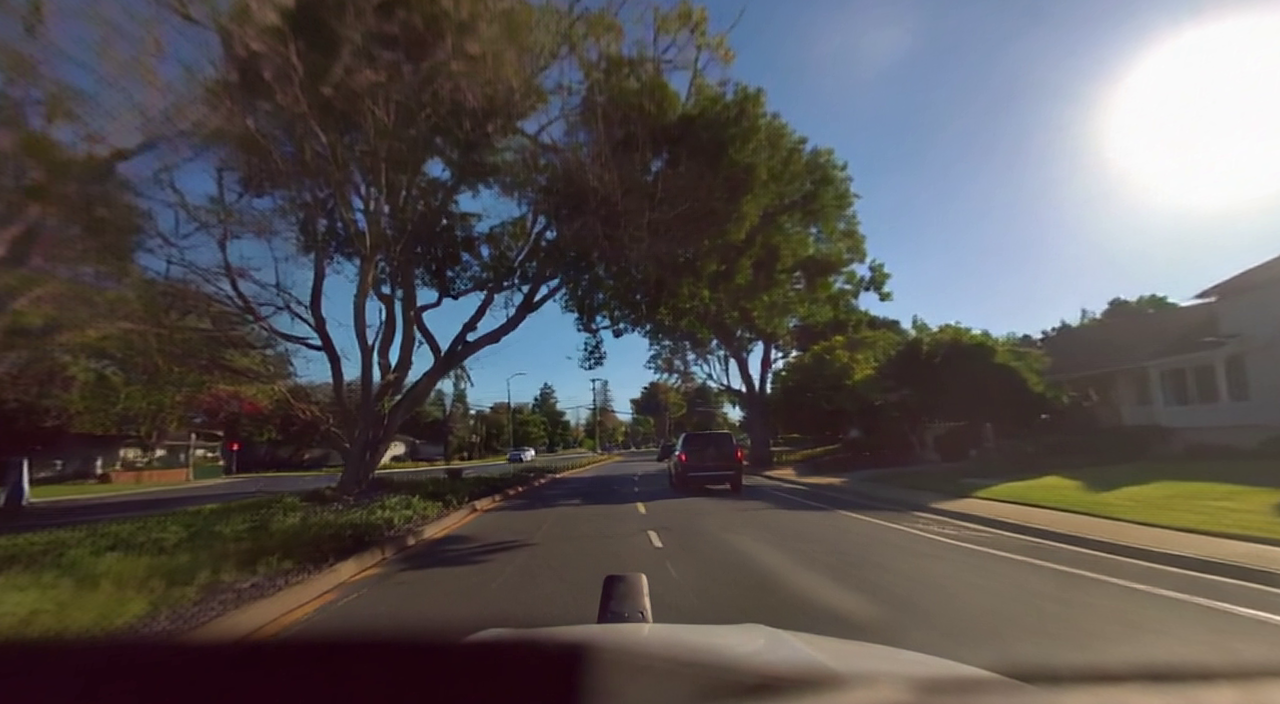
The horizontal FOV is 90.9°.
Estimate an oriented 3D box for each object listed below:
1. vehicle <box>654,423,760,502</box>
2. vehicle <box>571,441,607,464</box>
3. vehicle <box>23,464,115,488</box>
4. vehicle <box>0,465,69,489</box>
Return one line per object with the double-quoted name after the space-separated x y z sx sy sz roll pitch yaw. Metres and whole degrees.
1.626 2.962 17.246 2.141 1.833 4.704 0 -8 -3 "vehicle"
-3.956 7.932 49.960 2.063 1.721 4.261 -1 -9 6 "vehicle"
-39.137 8.503 43.277 4.283 1.478 2.003 0 -9 -4 "vehicle"
-39.624 8.107 40.832 3.339 1.383 1.865 1 -8 -7 "vehicle"
